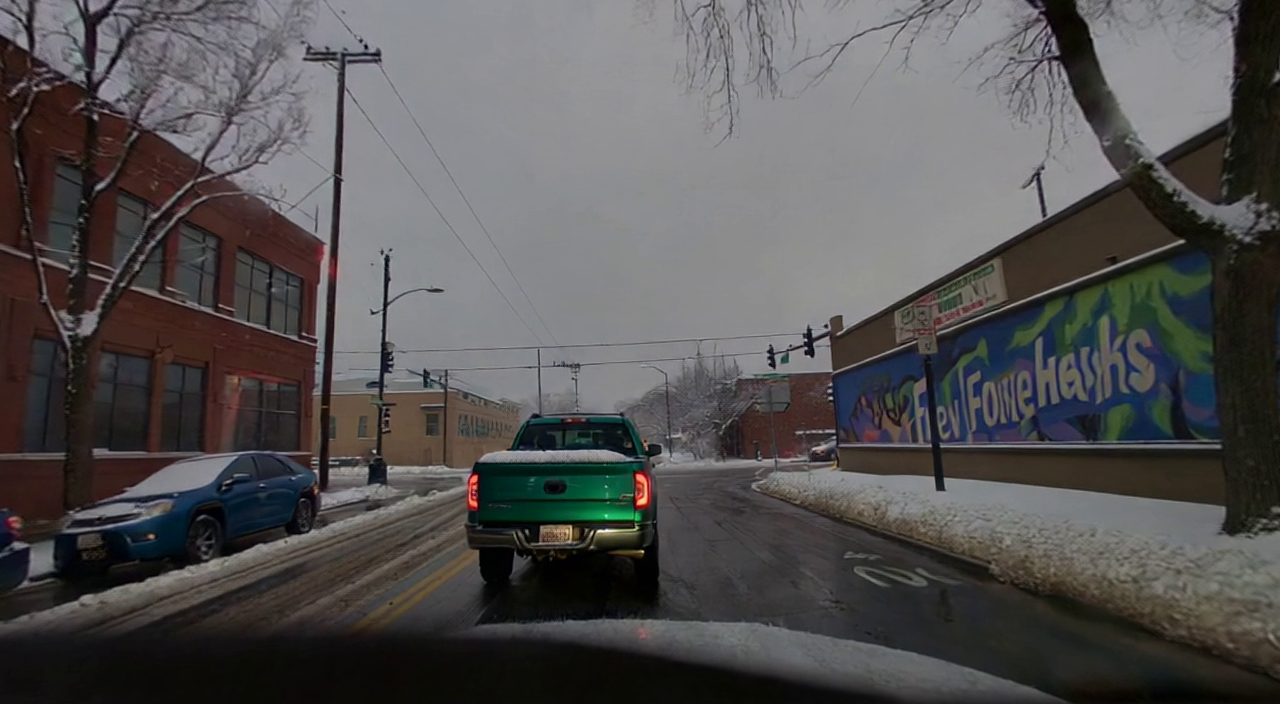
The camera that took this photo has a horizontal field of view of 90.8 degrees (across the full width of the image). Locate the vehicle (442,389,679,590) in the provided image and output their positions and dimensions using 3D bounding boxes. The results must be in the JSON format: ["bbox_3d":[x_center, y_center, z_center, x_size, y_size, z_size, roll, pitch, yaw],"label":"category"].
[{"bbox_3d":[-0.715,1.633,8.321,2.215,1.882,4.611,0,-8,1],"label":"vehicle"}]

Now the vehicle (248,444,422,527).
[{"bbox_3d":[-7.396,3.228,16.058,1.884,1.730,5.076,0,-8,0],"label":"vehicle"}]

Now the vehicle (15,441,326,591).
[{"bbox_3d":[-7.168,2.423,10.385,1.882,1.686,4.489,-6,-8,-3],"label":"vehicle"}]
